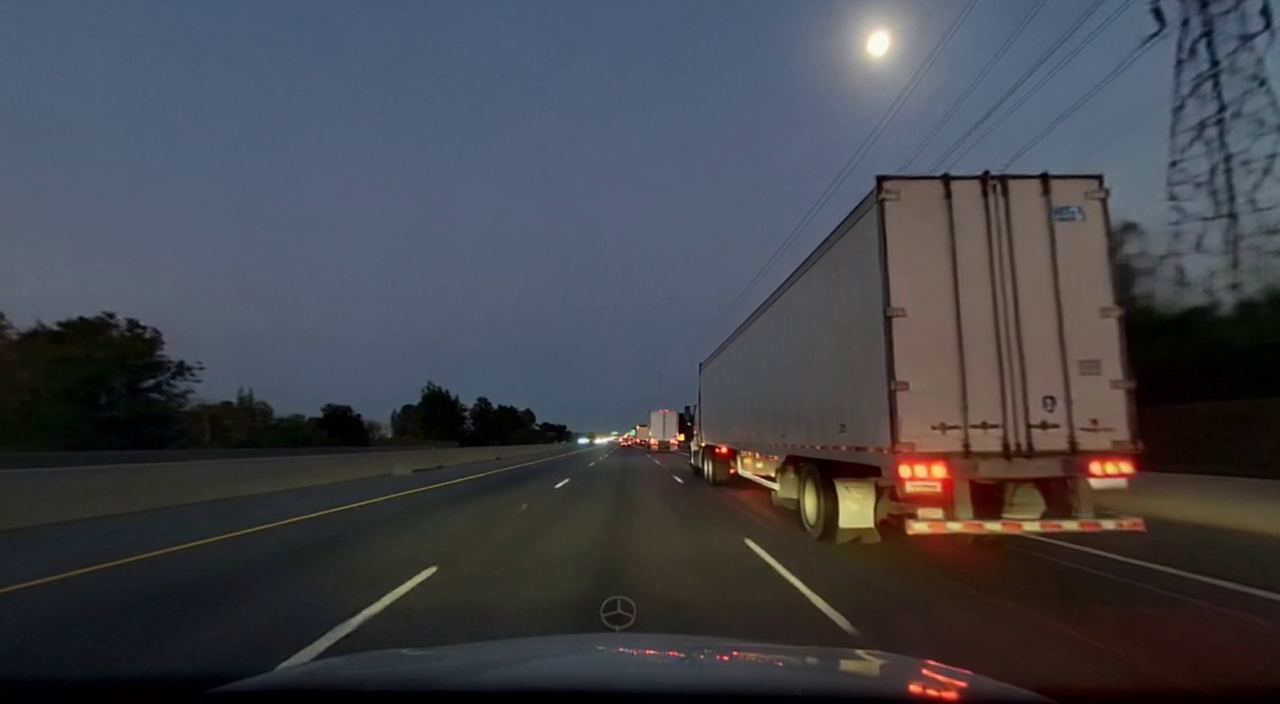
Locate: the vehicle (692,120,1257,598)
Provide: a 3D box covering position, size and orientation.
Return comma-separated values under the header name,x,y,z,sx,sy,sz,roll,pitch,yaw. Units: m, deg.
name,x,y,z,sx,sy,sz,roll,pitch,yaw
vehicle,3.347,0.910,12.394,2.905,4.080,14.157,0,-8,-2
